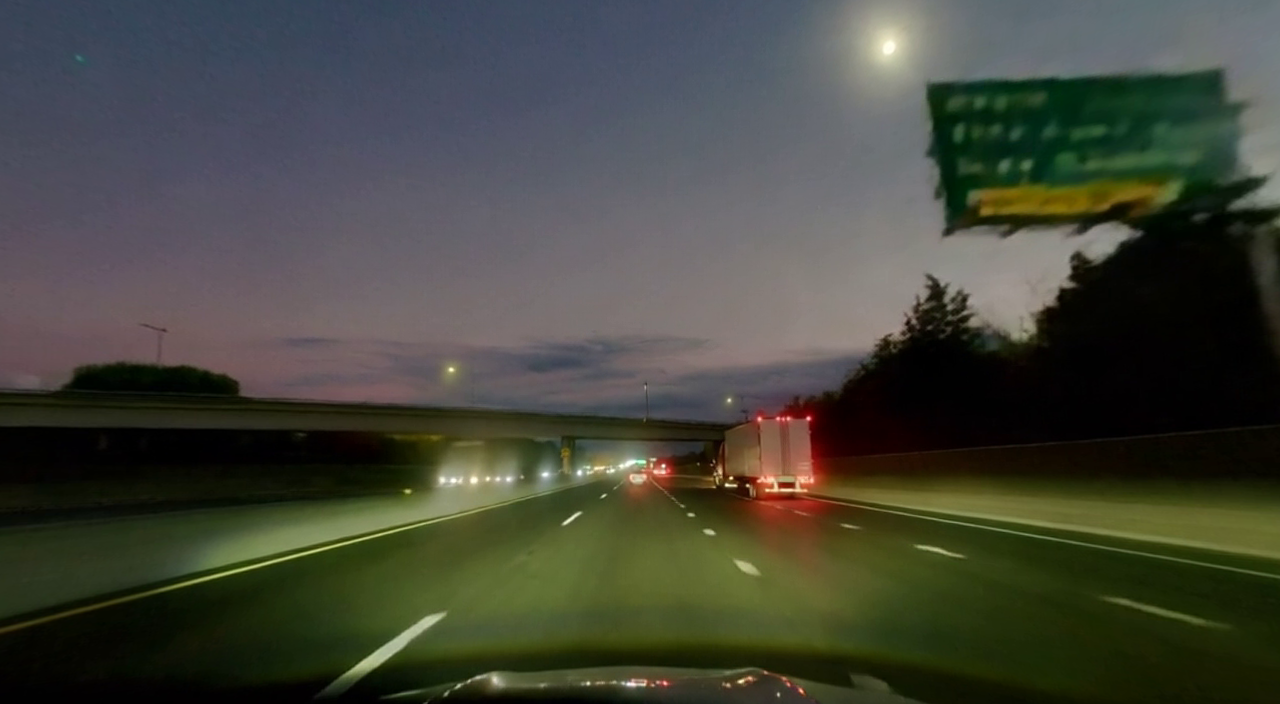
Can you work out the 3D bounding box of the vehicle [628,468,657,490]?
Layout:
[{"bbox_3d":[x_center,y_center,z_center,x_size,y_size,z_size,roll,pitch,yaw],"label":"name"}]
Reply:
[{"bbox_3d":[0.141,9.284,46.211,2.029,1.459,3.684,1,-11,-1],"label":"vehicle"}]

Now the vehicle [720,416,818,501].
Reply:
[{"bbox_3d":[7.103,6.409,37.444,2.926,4.073,13.836,1,-10,0],"label":"vehicle"}]
